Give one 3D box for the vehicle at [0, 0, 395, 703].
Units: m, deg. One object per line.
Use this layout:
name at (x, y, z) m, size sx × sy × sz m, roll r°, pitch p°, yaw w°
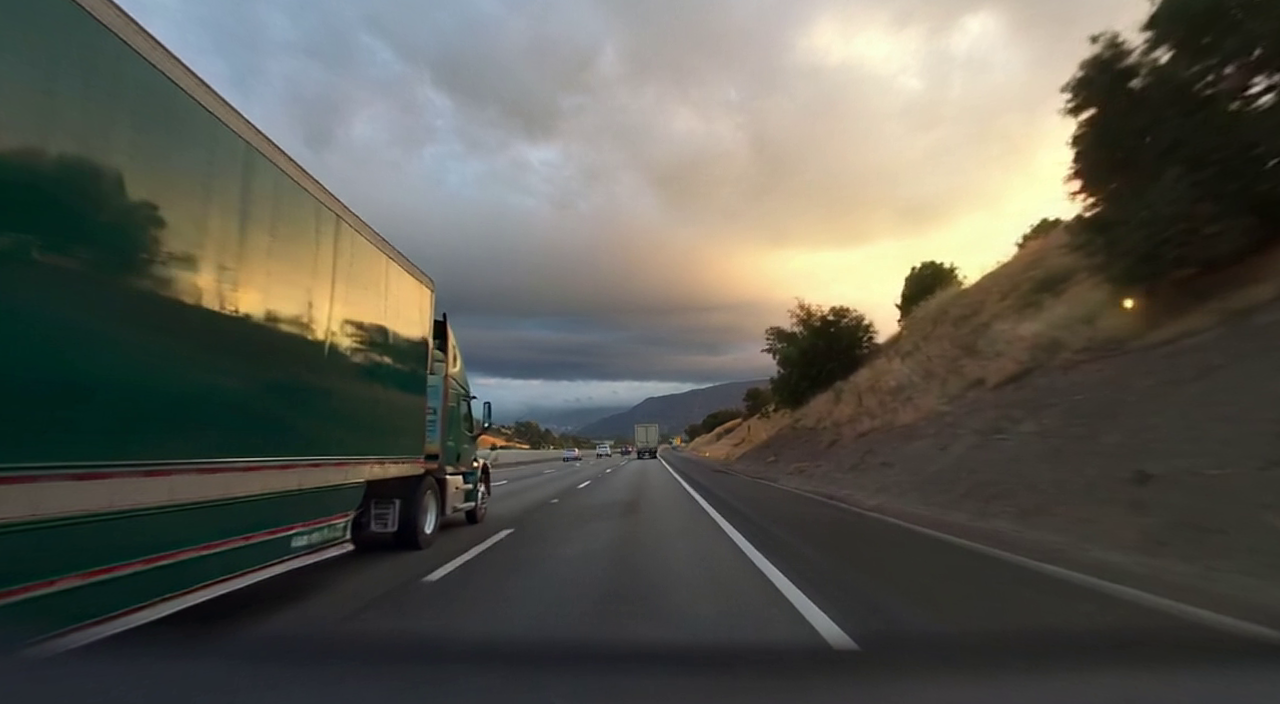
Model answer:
vehicle at (-3.730, -0.184, 0.551) m, size 2.789 × 3.271 × 10.894 m, roll 1°, pitch -9°, yaw -1°
